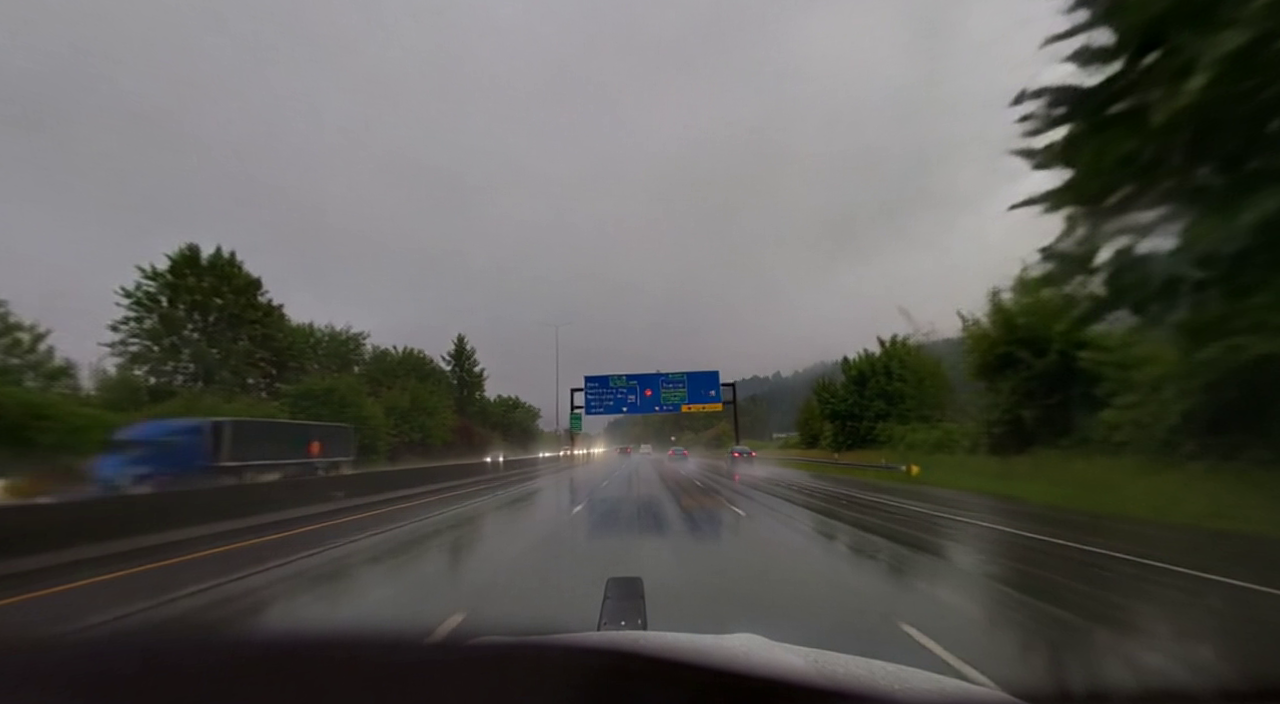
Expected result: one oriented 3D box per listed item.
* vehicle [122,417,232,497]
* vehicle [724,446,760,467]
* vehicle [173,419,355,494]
[{"bbox_3d":[-23.219,5.258,31.766,2.986,3.775,2.915,0,-9,-1],"label":"vehicle"},{"bbox_3d":[7.781,7.993,48.456,1.943,1.493,4.507,0,-9,-1],"label":"vehicle"},{"bbox_3d":[-23.077,6.619,40.424,2.873,3.938,14.225,0,-9,0],"label":"vehicle"}]
